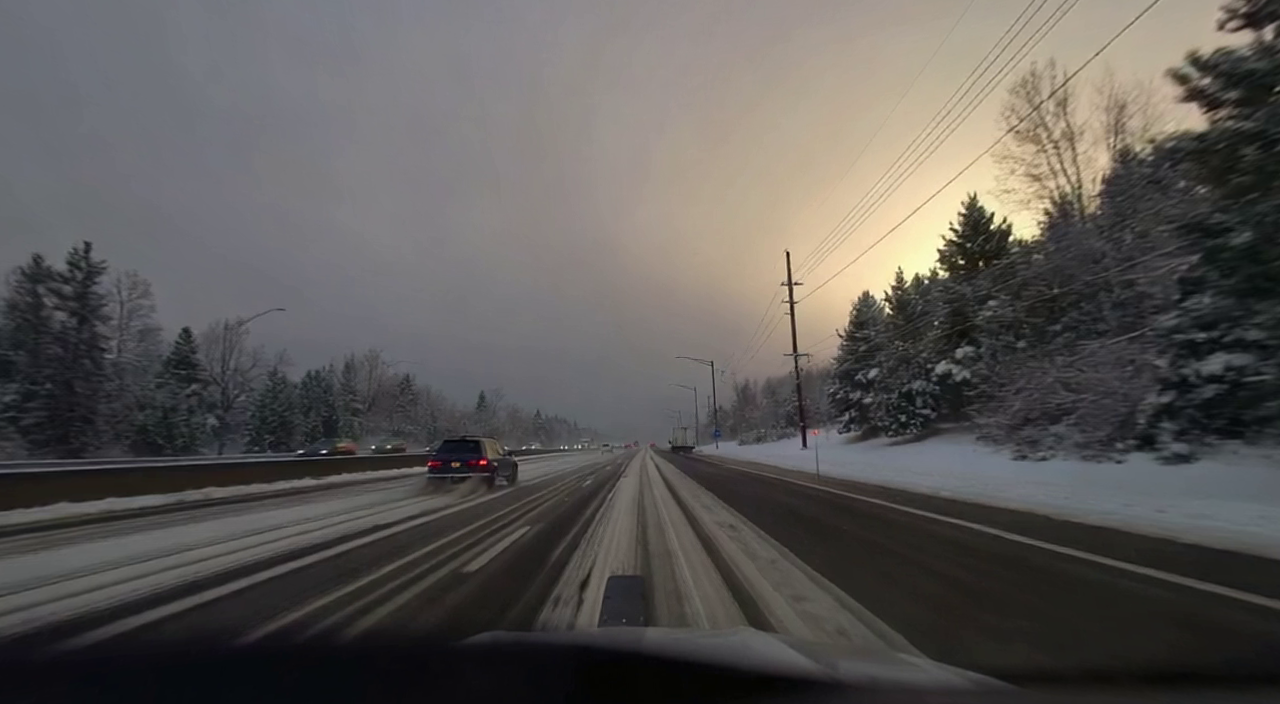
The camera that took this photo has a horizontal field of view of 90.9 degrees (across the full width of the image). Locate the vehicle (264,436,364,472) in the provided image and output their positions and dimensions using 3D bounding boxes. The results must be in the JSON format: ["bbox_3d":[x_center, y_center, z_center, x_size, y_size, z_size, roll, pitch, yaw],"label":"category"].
[{"bbox_3d":[-15.701,4.942,30.710,2.226,1.582,4.795,0,-8,1],"label":"vehicle"}]

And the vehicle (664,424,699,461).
[{"bbox_3d":[3.155,7.097,49.197,2.352,2.698,5.688,0,-8,0],"label":"vehicle"}]

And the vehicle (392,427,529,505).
[{"bbox_3d":[-4.204,2.751,15.642,2.064,1.642,4.389,0,-8,1],"label":"vehicle"}]
